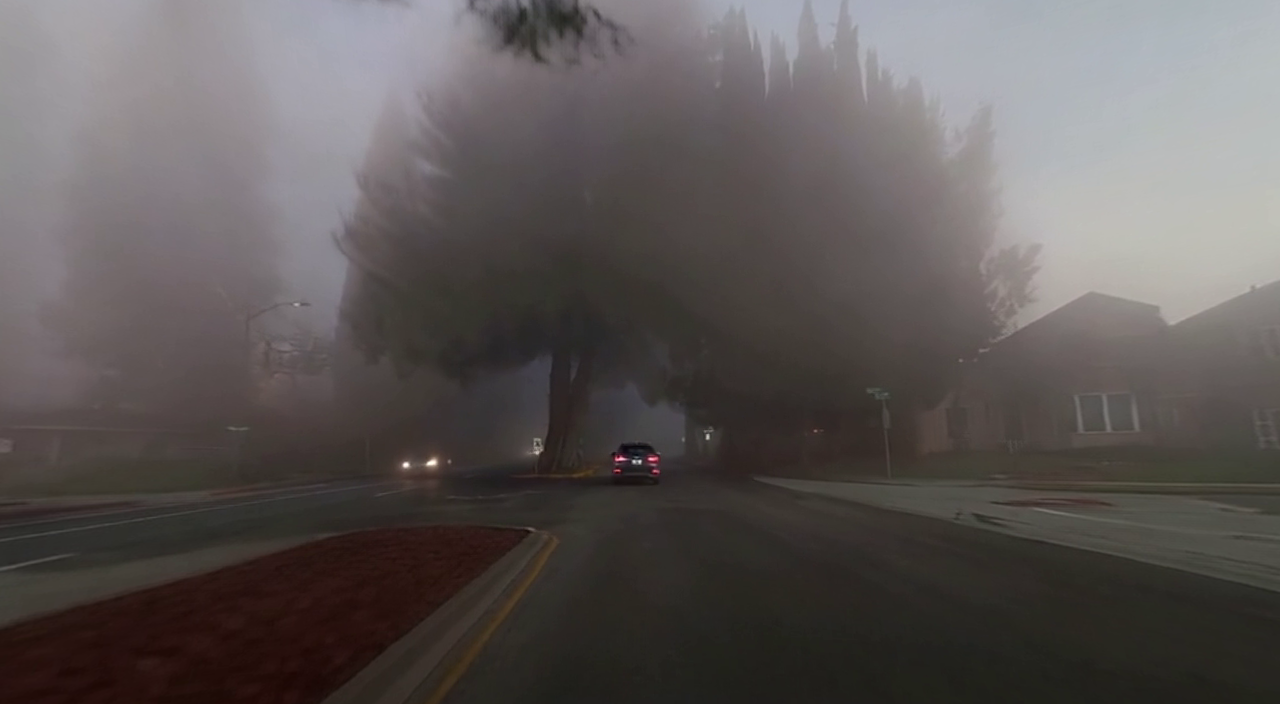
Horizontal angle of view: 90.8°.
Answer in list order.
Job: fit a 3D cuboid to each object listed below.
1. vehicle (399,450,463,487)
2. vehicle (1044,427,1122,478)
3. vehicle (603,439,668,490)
[{"bbox_3d":[-9.321,5.189,28.454,1.861,1.516,3.752,1,-8,-5],"label":"vehicle"},{"bbox_3d":[17.568,3.923,24.956,2.128,1.771,4.721,-6,-10,38],"label":"vehicle"},{"bbox_3d":[-0.143,3.933,22.435,2.106,1.655,3.717,0,-8,0],"label":"vehicle"}]
